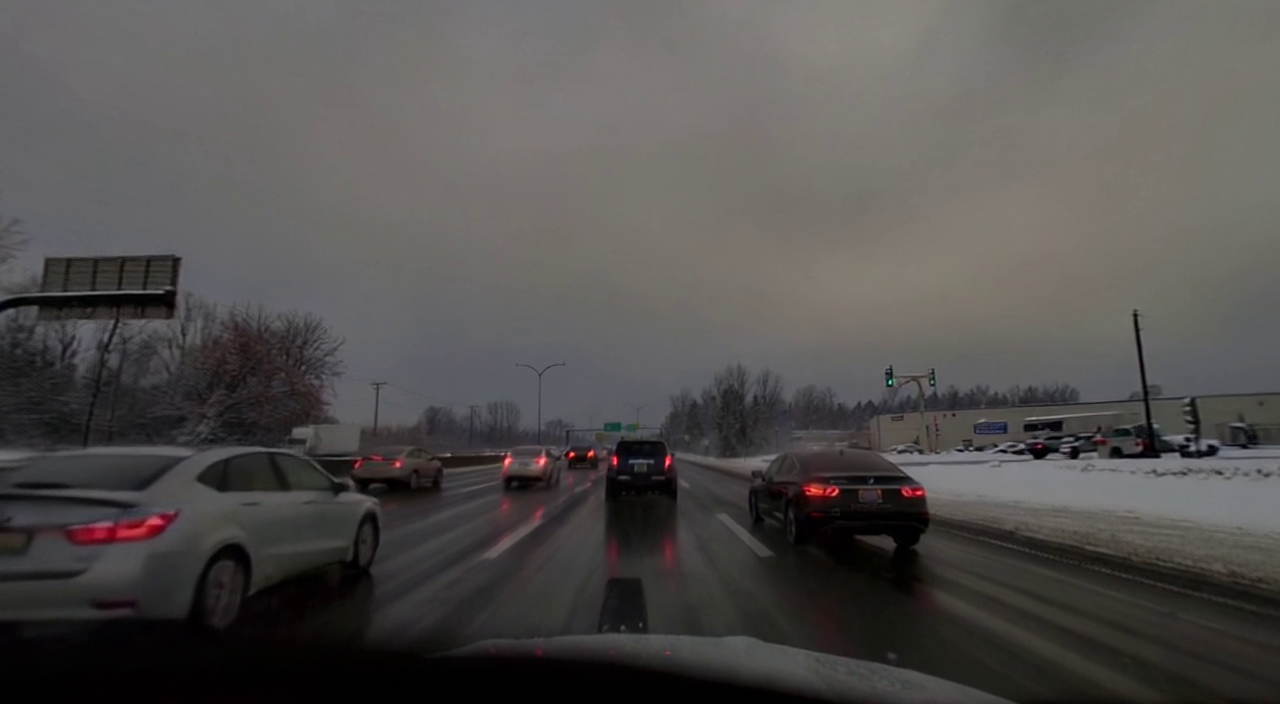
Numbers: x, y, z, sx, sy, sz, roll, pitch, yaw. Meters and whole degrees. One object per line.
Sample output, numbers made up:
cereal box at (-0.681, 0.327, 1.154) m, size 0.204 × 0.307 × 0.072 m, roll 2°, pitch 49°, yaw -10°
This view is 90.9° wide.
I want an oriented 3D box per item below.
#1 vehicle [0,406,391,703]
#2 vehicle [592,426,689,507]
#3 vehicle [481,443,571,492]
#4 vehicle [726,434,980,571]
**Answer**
vehicle at (-3.769, 1.316, 4.970) m, size 1.883 × 1.500 × 4.161 m, roll 0°, pitch -9°, yaw 0°
vehicle at (0.028, 2.828, 15.968) m, size 2.152 × 1.779 × 3.924 m, roll 0°, pitch -9°, yaw 1°
vehicle at (-3.670, 3.807, 21.182) m, size 2.132 × 1.464 × 4.481 m, roll 0°, pitch -9°, yaw 1°
vehicle at (2.661, 1.996, 9.234) m, size 2.018 × 1.470 × 4.491 m, roll 0°, pitch -9°, yaw -2°
